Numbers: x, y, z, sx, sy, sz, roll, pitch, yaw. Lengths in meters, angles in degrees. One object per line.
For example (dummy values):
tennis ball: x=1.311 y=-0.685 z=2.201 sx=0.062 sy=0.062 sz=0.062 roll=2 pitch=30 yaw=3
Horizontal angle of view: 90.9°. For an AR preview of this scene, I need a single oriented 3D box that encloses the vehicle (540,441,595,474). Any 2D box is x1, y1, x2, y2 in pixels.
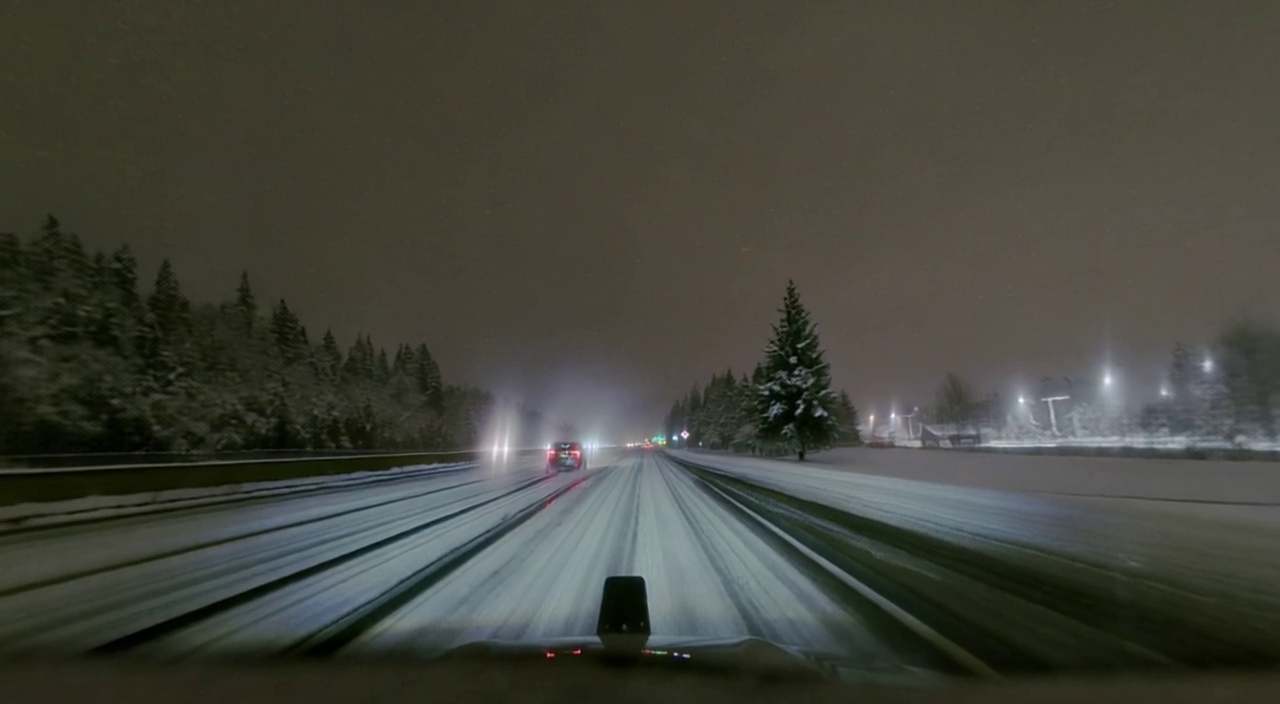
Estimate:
vehicle: x=-3.386 y=5.018 z=30.280 sx=2.128 sy=1.450 sz=4.078 roll=0 pitch=-8 yaw=1
